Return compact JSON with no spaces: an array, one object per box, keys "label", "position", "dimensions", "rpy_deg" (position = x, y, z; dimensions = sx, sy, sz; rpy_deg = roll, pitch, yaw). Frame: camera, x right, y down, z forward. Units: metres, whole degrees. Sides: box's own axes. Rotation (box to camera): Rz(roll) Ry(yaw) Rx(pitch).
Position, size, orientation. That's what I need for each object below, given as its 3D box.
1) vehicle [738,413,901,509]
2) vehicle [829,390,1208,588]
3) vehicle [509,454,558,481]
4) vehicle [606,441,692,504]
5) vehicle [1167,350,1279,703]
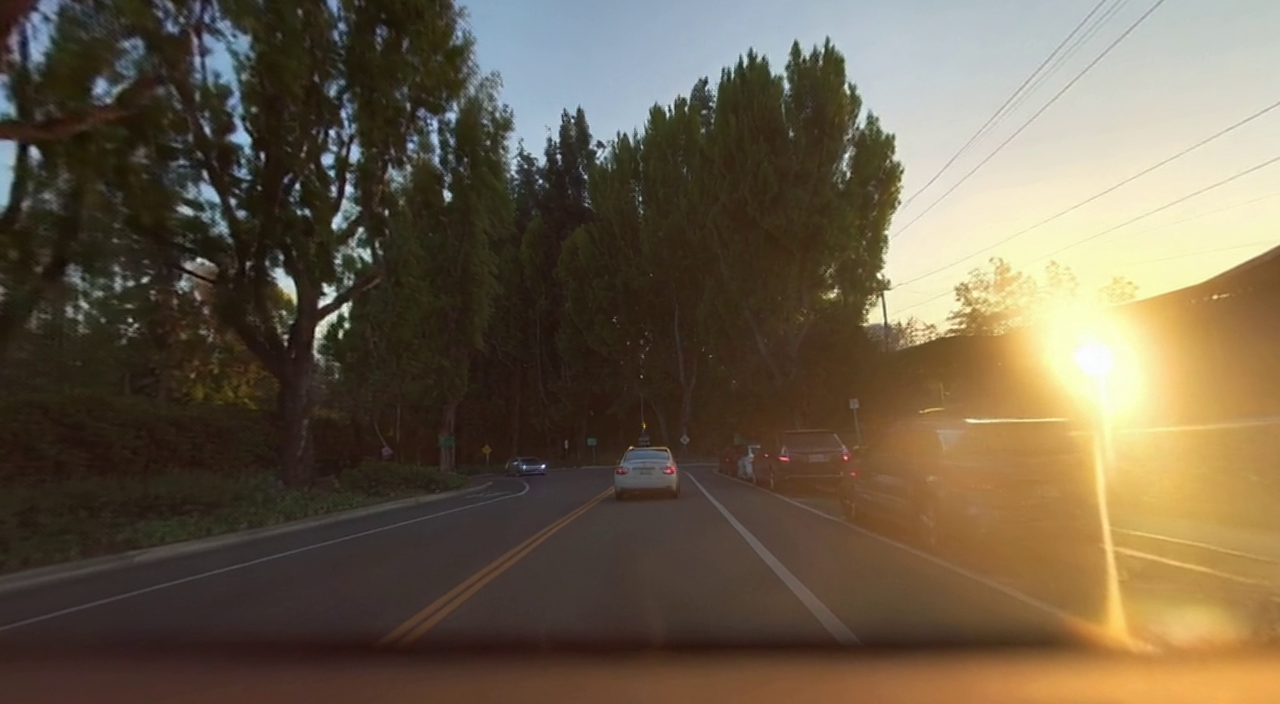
[{"label":"vehicle","position":[4.311,2.795,16.646],"dimensions":[2.484,2.037,6.362],"rpy_deg":[0,-8,0]},{"label":"vehicle","position":[4.173,1.592,8.132],"dimensions":[2.093,1.822,4.483],"rpy_deg":[0,-8,0]},{"label":"vehicle","position":[-8.425,8.990,49.352],"dimensions":[2.131,1.961,4.955],"rpy_deg":[5,-10,-30]},{"label":"vehicle","position":[0.280,3.224,17.349],"dimensions":[2.078,1.521,4.058],"rpy_deg":[0,-8,2]},{"label":"vehicle","position":[4.099,0.616,1.378],"dimensions":[1.969,1.738,4.515],"rpy_deg":[0,-8,1]}]
